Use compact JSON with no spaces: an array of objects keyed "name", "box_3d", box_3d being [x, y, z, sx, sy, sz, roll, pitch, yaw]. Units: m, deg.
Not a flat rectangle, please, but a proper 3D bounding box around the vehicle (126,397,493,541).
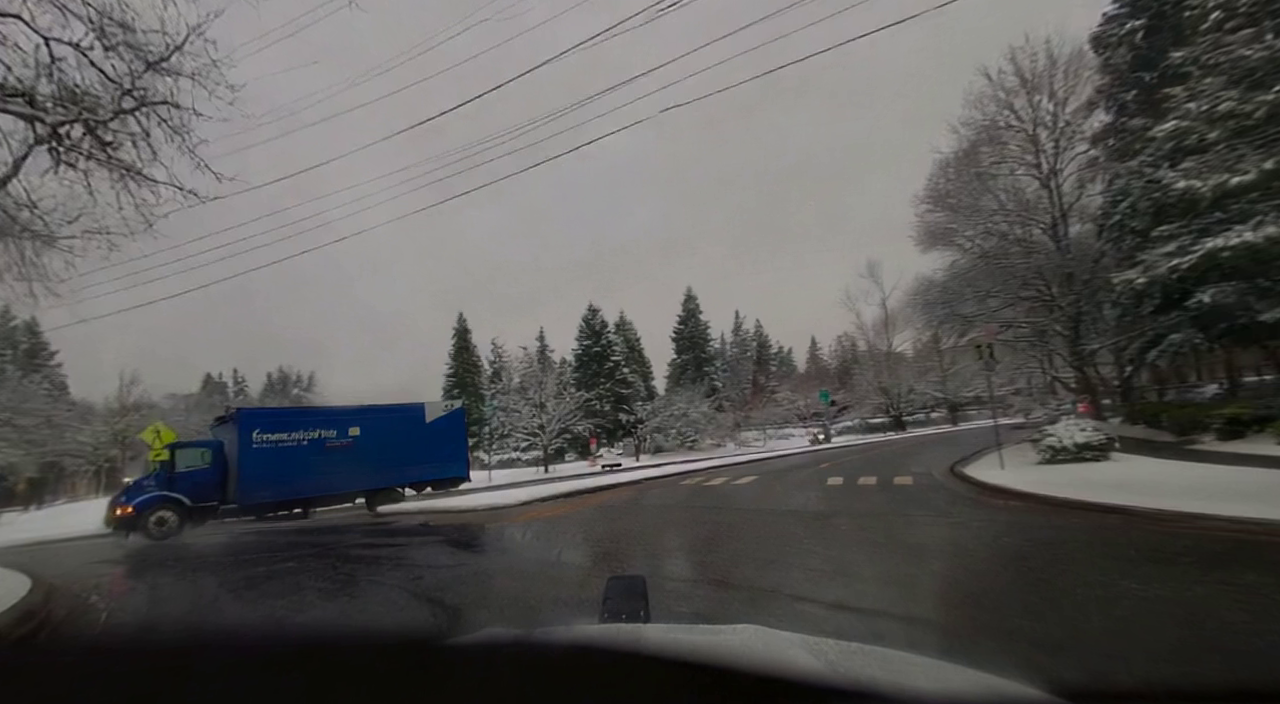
[{"name":"vehicle","box_3d":[-9.525,3.183,19.607,2.838,3.326,9.680,-7,-7,41]}]
